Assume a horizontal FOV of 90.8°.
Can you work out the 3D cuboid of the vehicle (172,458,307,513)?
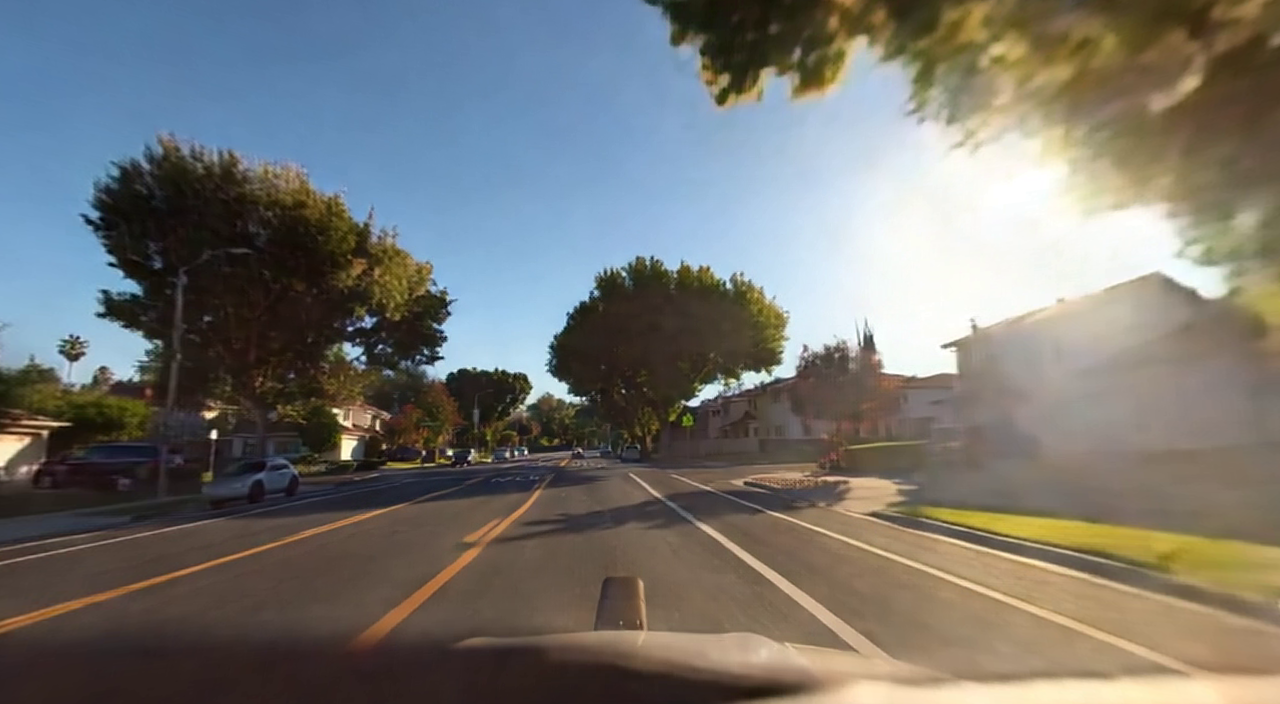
[{"bbox_3d":[-12.802,4.238,20.555,1.870,1.451,4.140,0,-8,-4],"label":"vehicle"}]

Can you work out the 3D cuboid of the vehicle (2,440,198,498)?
[{"bbox_3d":[-20.821,4.511,24.575,5.560,1.892,2.099,-2,-9,-2],"label":"vehicle"}]

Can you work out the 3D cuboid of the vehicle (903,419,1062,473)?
[{"bbox_3d":[11.150,3.065,20.679,4.216,1.634,1.999,2,-9,-15],"label":"vehicle"}]
